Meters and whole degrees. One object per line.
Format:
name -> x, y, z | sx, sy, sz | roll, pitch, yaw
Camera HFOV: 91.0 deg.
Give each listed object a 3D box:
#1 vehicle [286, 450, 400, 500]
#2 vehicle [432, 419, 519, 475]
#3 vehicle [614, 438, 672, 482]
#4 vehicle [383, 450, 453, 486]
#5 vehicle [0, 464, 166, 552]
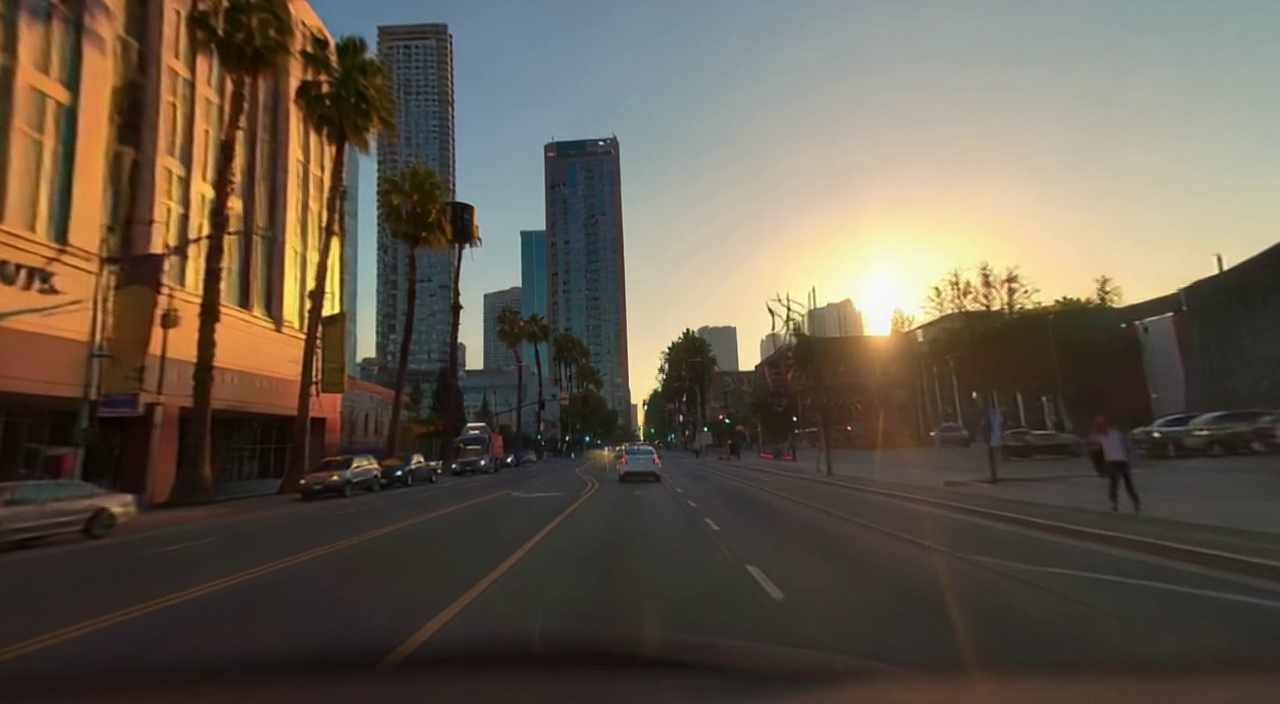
vehicle -> -12.304, 5.085, 26.522 | 2.308, 1.839, 4.793 | -1, -9, 2
vehicle -> -12.062, 7.198, 47.569 | 3.058, 3.443, 12.503 | -5, -9, 0
vehicle -> 0.115, 4.340, 25.514 | 2.145, 1.632, 3.972 | 0, -9, 0
vehicle -> -12.032, 6.280, 34.530 | 1.981, 1.803, 4.835 | 0, -9, 1
vehicle -> -12.410, 3.169, 12.786 | 1.914, 1.551, 4.634 | -4, -12, 0
